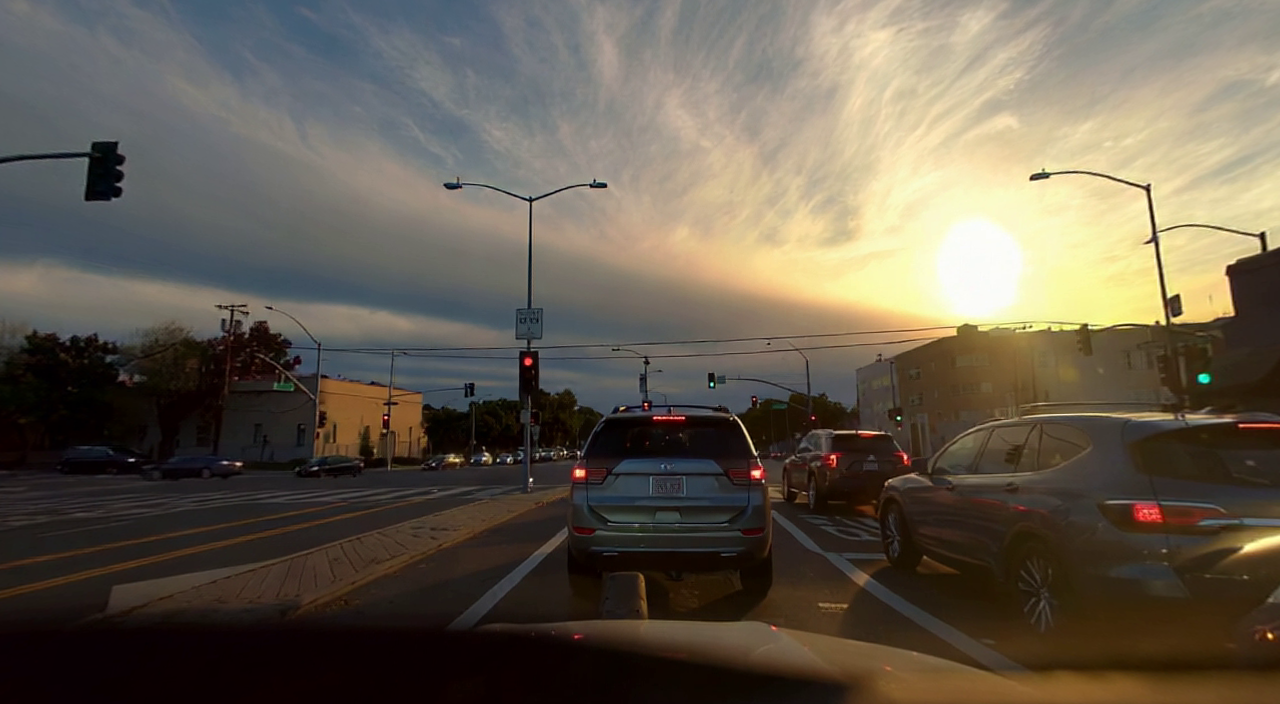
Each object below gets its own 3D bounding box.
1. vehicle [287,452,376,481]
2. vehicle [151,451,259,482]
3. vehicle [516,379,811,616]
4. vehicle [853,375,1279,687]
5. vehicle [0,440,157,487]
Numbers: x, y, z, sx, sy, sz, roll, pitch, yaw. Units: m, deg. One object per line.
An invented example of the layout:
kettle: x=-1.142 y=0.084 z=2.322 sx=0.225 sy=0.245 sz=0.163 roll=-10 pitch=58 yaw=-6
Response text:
vehicle: x=-20.304 y=7.490 z=41.759 sx=2.089 sy=1.739 sz=4.744 roll=-6 pitch=-11 yaw=36
vehicle: x=-27.550 y=7.260 z=40.196 sx=5.156 sy=1.849 sz=2.044 roll=1 pitch=-9 yaw=-8
vehicle: x=0.228 y=1.463 z=7.221 sx=2.292 sy=1.840 sz=4.394 roll=0 pitch=-9 yaw=1
vehicle: x=3.601 y=1.292 z=5.665 sx=2.018 sy=1.701 sz=4.288 roll=0 pitch=-9 yaw=2
vehicle: x=-24.577 y=4.839 z=27.554 sx=5.062 sy=1.946 sz=2.243 roll=0 pitch=-9 yaw=-1
